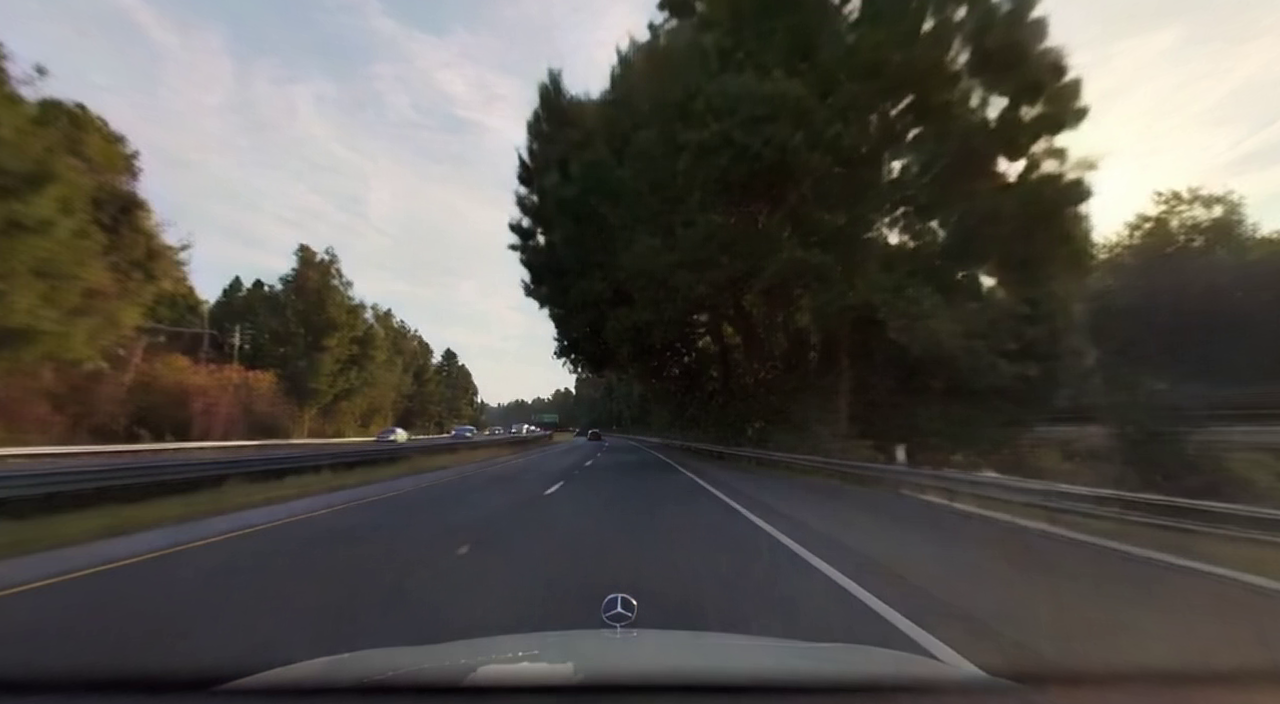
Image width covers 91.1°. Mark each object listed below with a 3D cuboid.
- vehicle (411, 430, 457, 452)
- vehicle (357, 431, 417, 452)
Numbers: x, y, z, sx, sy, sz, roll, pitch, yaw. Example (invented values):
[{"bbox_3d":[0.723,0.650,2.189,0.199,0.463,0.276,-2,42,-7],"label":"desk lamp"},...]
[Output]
[{"bbox_3d":[-13.931,6.056,42.743,1.969,1.424,3.731,0,-8,-2],"label":"vehicle"},{"bbox_3d":[-17.660,6.285,44.214,2.134,1.357,5.268,0,-8,-1],"label":"vehicle"}]
